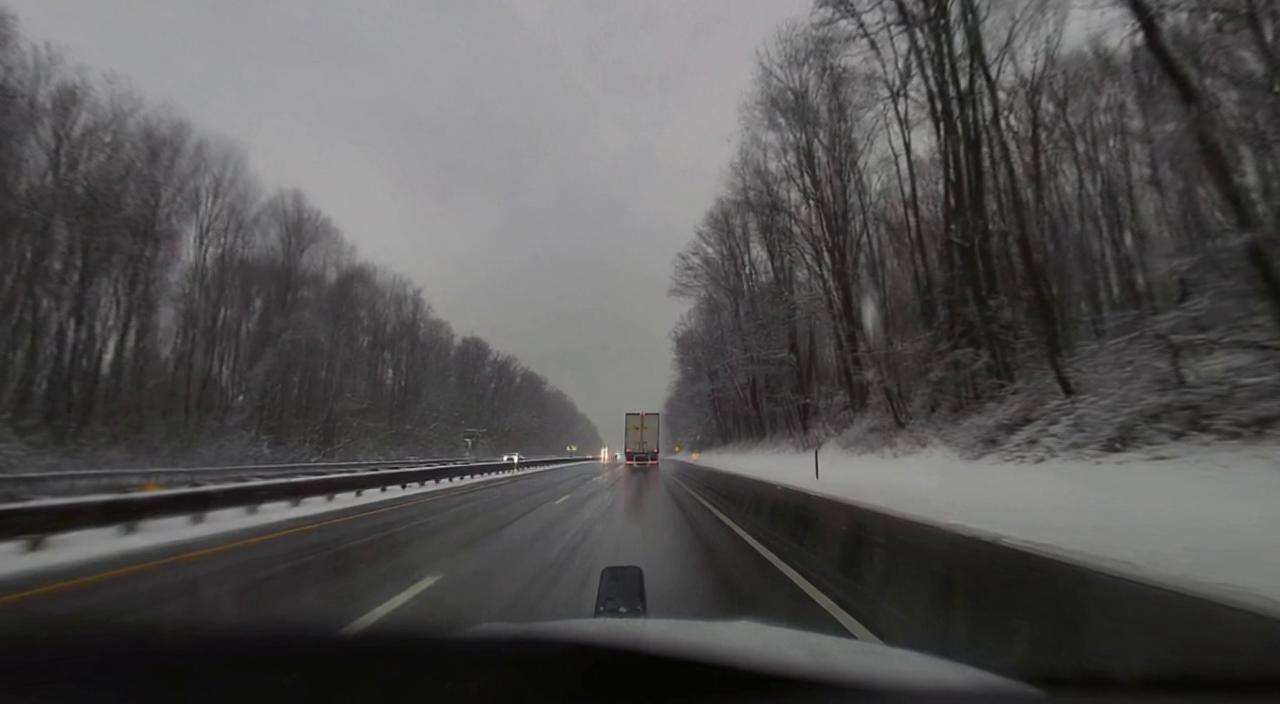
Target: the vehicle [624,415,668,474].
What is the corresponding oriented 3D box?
[{"bbox_3d":[0.453,7.121,48.305,3.024,3.965,10.399,0,-9,0],"label":"vehicle"}]
